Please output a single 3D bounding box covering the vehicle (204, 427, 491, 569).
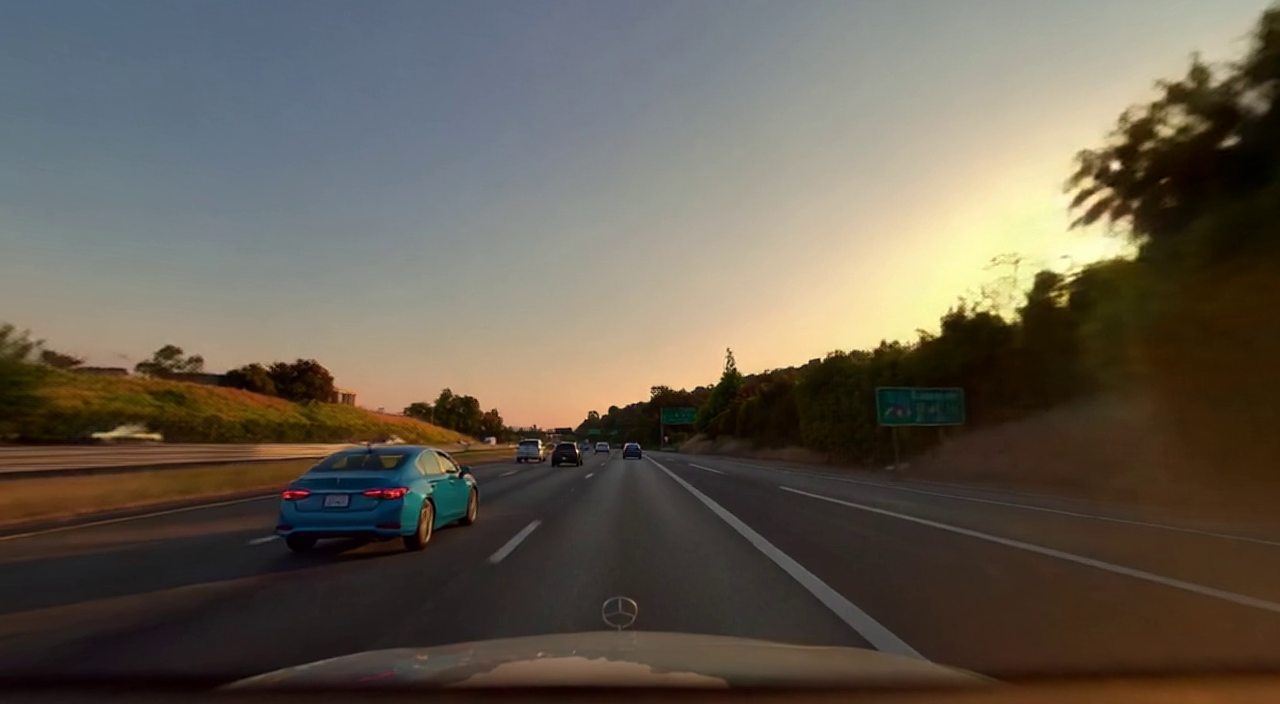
[{"bbox_3d":[-3.666,1.892,9.050,2.025,1.506,4.429,0,-8,-1],"label":"vehicle"}]

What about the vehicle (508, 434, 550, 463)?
[{"bbox_3d":[-7.970,6.992,45.791,2.171,1.982,5.246,0,-8,-1],"label":"vehicle"}]

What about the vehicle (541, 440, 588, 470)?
[{"bbox_3d":[-4.003,5.539,34.115,2.068,1.501,4.395,0,-8,-1],"label":"vehicle"}]
